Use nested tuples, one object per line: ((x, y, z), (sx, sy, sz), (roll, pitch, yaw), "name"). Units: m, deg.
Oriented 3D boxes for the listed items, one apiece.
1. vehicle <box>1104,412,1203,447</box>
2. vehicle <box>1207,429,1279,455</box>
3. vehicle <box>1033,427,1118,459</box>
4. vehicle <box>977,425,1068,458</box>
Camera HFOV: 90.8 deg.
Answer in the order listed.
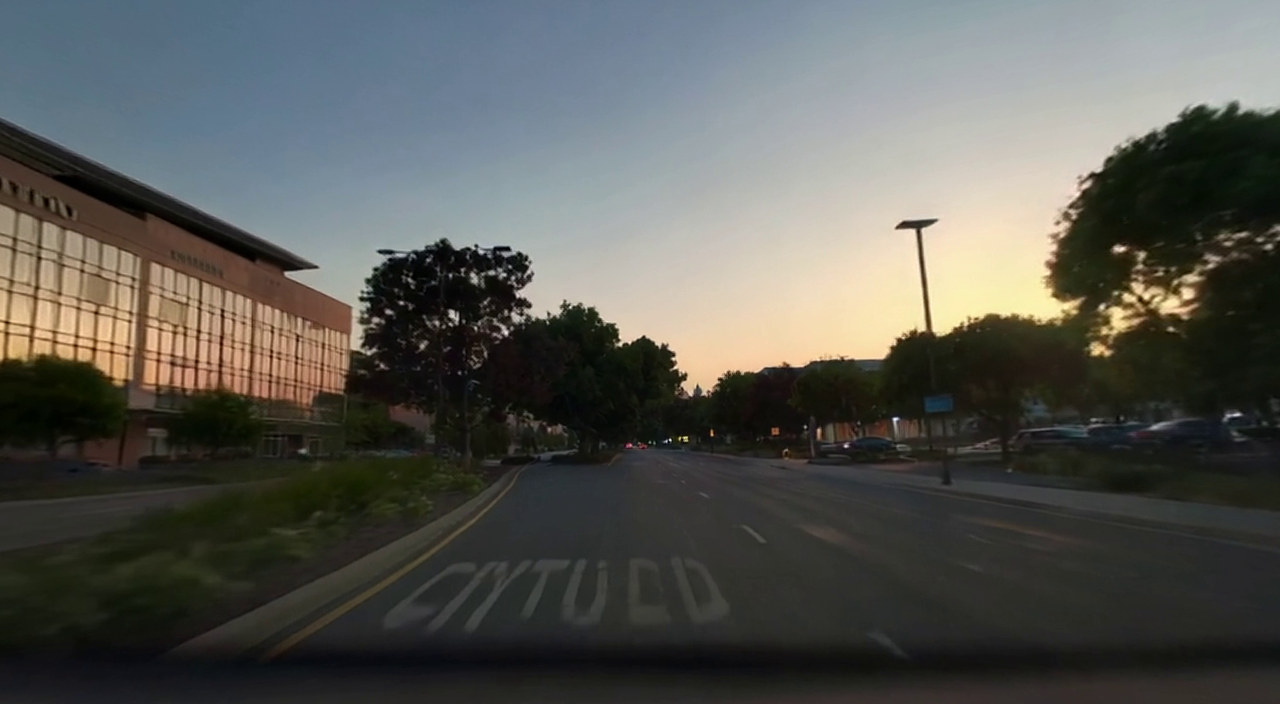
((31.257, 4.819, 38.651), (2.007, 1.782, 4.355), (-3, -10, -5), "vehicle")
((36.484, 5.388, 37.803), (1.578, 1.401, 3.547), (-3, -9, -2), "vehicle")
((25.780, 5.408, 37.598), (1.874, 1.808, 4.159), (0, -8, -3), "vehicle")
((22.886, 5.391, 38.053), (2.133, 1.853, 5.009), (0, -8, -3), "vehicle")
